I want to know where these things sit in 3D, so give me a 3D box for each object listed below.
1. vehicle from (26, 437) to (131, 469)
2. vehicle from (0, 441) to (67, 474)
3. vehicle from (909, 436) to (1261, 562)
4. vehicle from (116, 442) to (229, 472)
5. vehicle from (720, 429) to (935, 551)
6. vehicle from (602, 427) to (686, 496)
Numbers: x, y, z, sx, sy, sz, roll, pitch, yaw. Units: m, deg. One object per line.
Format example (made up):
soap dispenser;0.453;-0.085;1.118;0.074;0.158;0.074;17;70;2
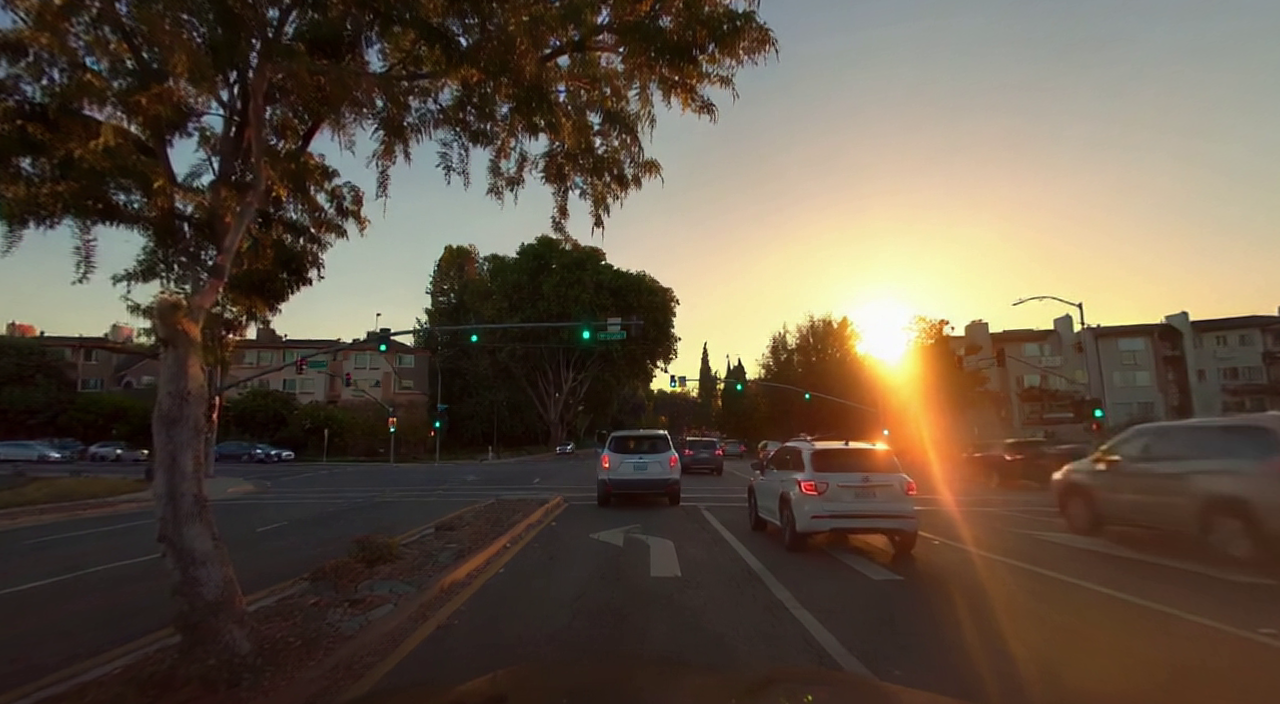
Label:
vehicle;-36.880;6.650;41.512;4.771;1.778;2.032;3;-8;-3
vehicle;-35.032;5.799;34.935;4.465;1.693;1.959;2;-9;-1
vehicle;6.213;2.070;9.768;1.995;1.452;4.754;0;-8;0
vehicle;-26.349;5.907;35.629;4.724;1.630;1.968;0;-8;-3
vehicle;2.587;2.030;10.013;2.009;1.480;4.423;0;-8;-1
vehicle;0.048;3.044;17.878;2.099;1.705;4.020;0;-8;-2
